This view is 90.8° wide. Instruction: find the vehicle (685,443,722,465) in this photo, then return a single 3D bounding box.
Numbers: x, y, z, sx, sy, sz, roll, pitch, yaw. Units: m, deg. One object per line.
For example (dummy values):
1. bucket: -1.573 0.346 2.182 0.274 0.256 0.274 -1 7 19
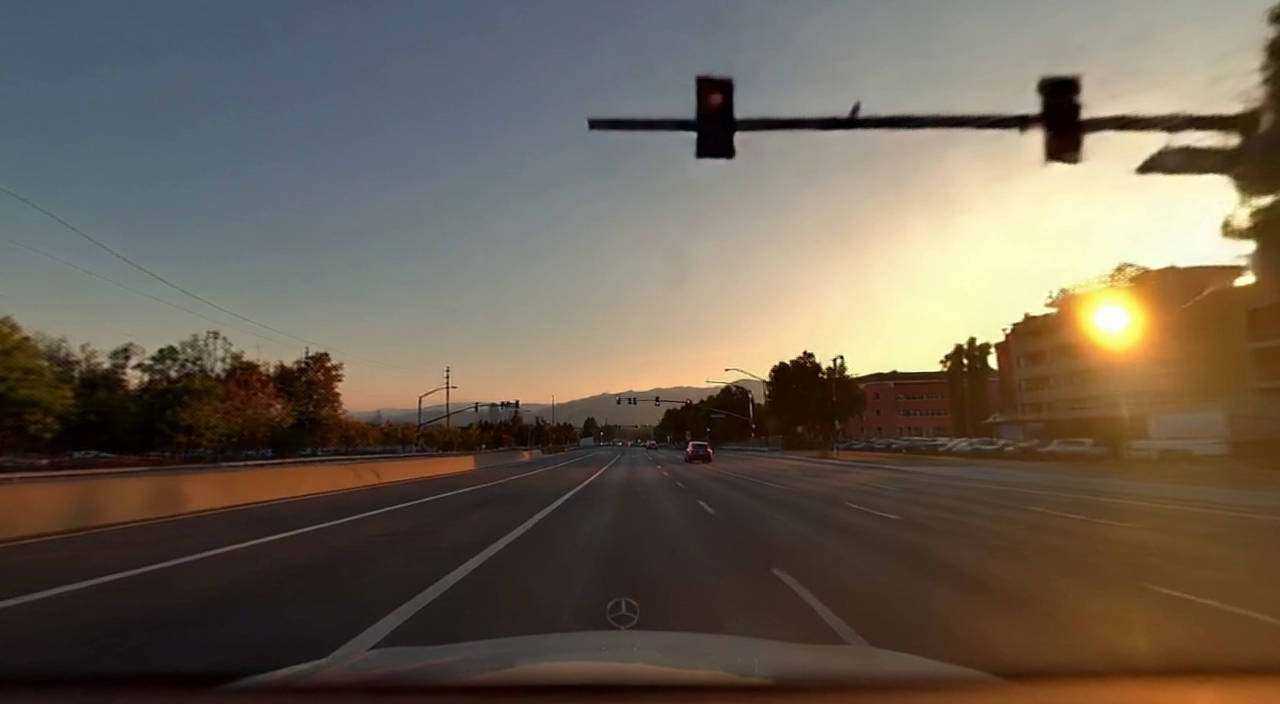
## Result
1. vehicle: 4.506 7.329 45.475 2.187 1.475 4.529 0 -9 0
